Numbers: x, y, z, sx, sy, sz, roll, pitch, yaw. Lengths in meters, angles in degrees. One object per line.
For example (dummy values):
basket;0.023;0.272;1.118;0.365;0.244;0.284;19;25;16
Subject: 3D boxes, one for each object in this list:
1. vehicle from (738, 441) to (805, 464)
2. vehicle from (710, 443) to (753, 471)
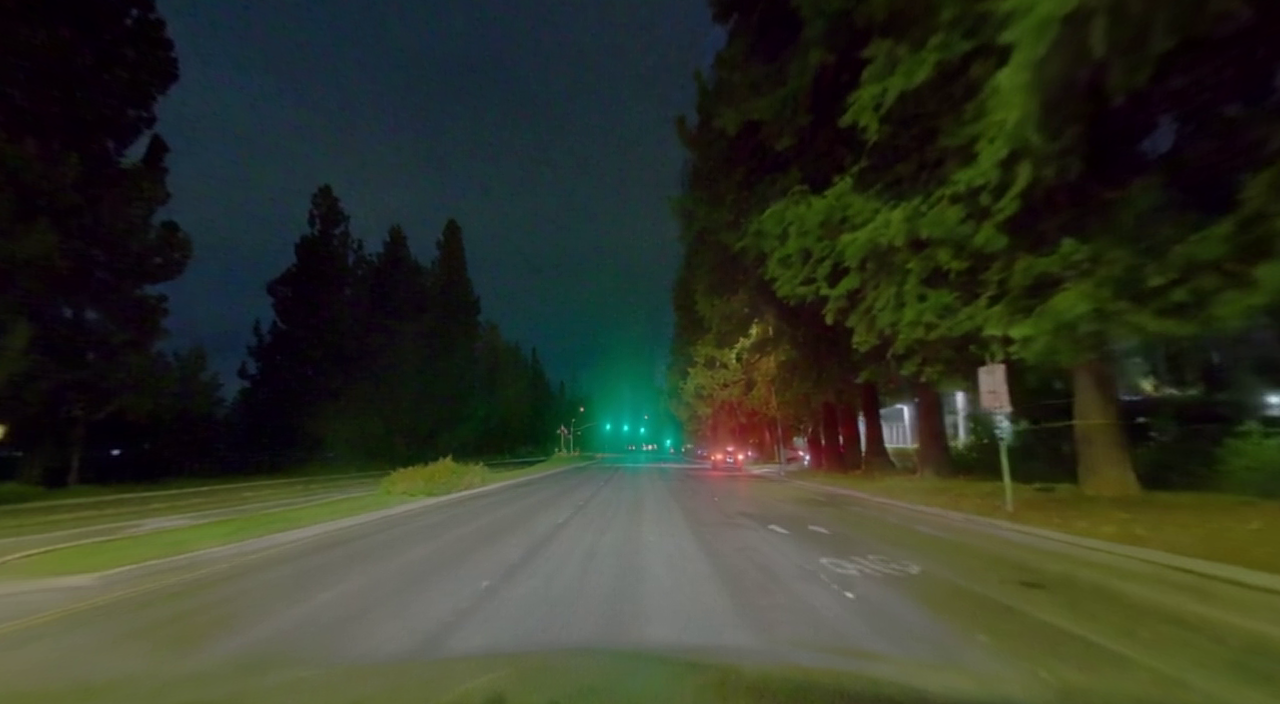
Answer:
vehicle;10.353;7.977;49.963;4.879;1.701;2.095;0;-10;3
vehicle;5.748;6.647;40.177;2.057;1.688;4.596;0;-9;0
